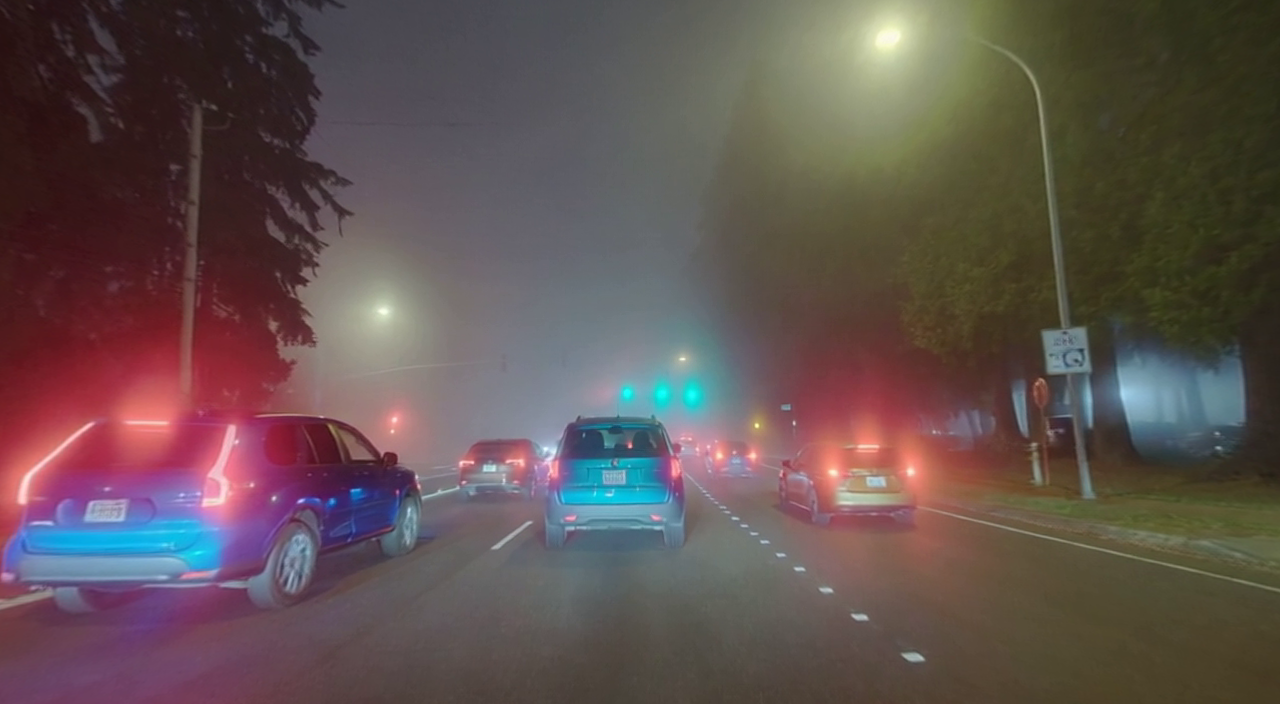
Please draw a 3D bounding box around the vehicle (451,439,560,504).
[{"bbox_3d":[-3.393,3.094,16.755,1.897,1.479,4.204,0,-8,1],"label":"vehicle"}]

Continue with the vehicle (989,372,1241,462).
[{"bbox_3d":[17.860,2.512,24.061,7.314,3.230,2.680,0,-8,-1],"label":"vehicle"}]

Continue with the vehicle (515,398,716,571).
[{"bbox_3d":[-0.246,1.736,9.007,2.132,1.816,4.471,0,-8,0],"label":"vehicle"}]

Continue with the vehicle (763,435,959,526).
[{"bbox_3d":[4.167,2.489,12.918,2.036,1.480,4.659,0,-8,-4],"label":"vehicle"}]

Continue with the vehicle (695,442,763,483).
[{"bbox_3d":[3.382,4.290,24.848,1.996,1.443,4.270,0,-8,-1],"label":"vehicle"}]

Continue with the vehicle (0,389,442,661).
[{"bbox_3d":[-3.698,1.413,6.206,2.039,1.709,4.265,0,-8,1],"label":"vehicle"}]
